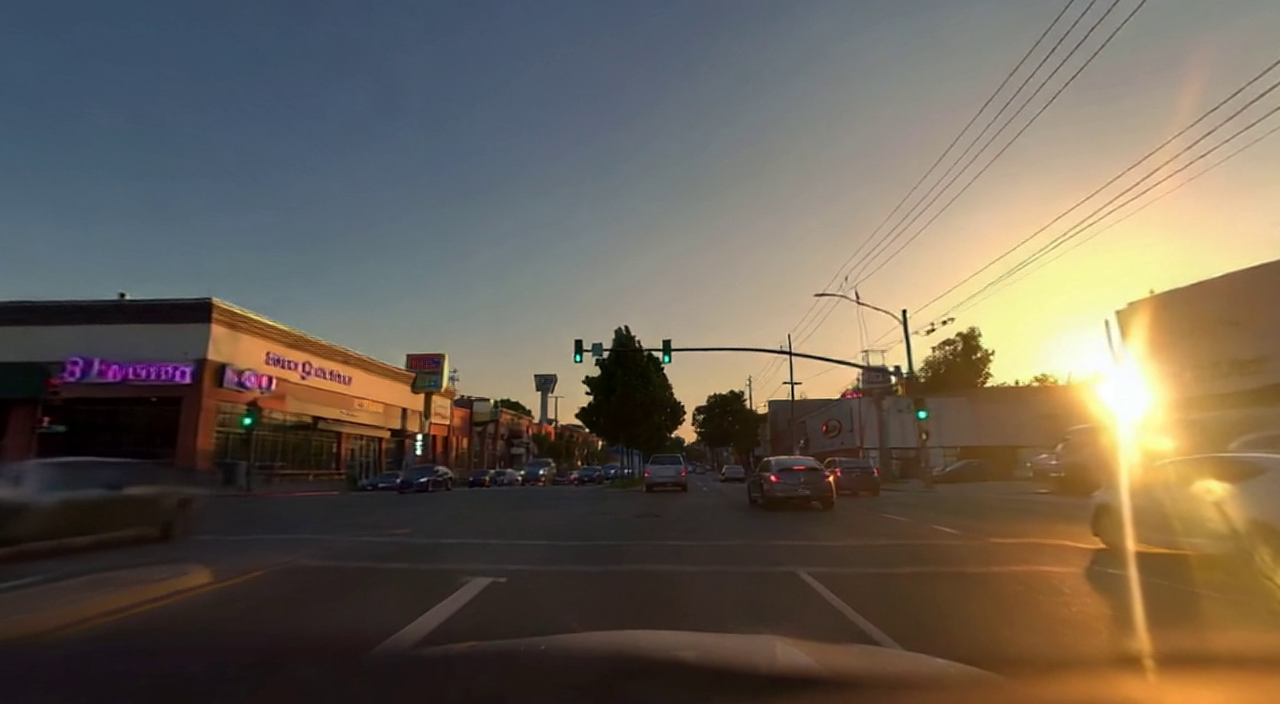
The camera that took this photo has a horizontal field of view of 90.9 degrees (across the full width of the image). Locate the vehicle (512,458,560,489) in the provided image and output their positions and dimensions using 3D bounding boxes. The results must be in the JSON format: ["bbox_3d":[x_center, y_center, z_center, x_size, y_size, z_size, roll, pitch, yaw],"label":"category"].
[{"bbox_3d":[-6.714,7.885,41.214,2.065,1.805,4.668,-1,-8,4],"label":"vehicle"}]

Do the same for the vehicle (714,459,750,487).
[{"bbox_3d":[6.358,8.373,44.024,2.036,1.719,4.318,0,-8,3],"label":"vehicle"}]

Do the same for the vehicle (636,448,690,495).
[{"bbox_3d":[1.053,5.216,28.031,2.210,1.861,4.280,-1,-8,3],"label":"vehicle"}]

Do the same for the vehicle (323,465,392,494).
[{"bbox_3d":[-17.468,7.900,39.243,2.125,1.484,4.832,-1,-9,-1],"label":"vehicle"}]

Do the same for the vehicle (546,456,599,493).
[{"bbox_3d":[-3.491,6.466,33.631,2.041,1.494,4.647,-3,-6,3],"label":"vehicle"}]

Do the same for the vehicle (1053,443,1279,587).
[{"bbox_3d":[7.558,1.863,7.739,1.911,1.466,4.572,0,-8,1],"label":"vehicle"}]

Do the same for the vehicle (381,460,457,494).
[{"bbox_3d":[-10.889,6.172,31.413,1.871,1.453,4.575,-1,-8,4],"label":"vehicle"}]

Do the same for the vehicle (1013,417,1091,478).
[{"bbox_3d":[18.974,4.357,29.041,2.521,2.491,5.455,-7,-10,33],"label":"vehicle"}]

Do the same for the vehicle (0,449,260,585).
[{"bbox_3d":[-8.150,2.212,9.359,1.993,1.491,4.673,0,-8,2],"label":"vehicle"}]

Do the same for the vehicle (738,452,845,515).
[{"bbox_3d":[4.091,3.602,17.873,1.963,1.484,4.609,0,-8,1],"label":"vehicle"}]

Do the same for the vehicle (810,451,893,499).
[{"bbox_3d":[8.604,4.986,26.073,2.040,1.738,4.414,0,-8,2],"label":"vehicle"}]

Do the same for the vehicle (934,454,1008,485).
[{"bbox_3d":[17.656,6.197,33.518,4.373,1.399,2.052,7,-11,-42],"label":"vehicle"}]
